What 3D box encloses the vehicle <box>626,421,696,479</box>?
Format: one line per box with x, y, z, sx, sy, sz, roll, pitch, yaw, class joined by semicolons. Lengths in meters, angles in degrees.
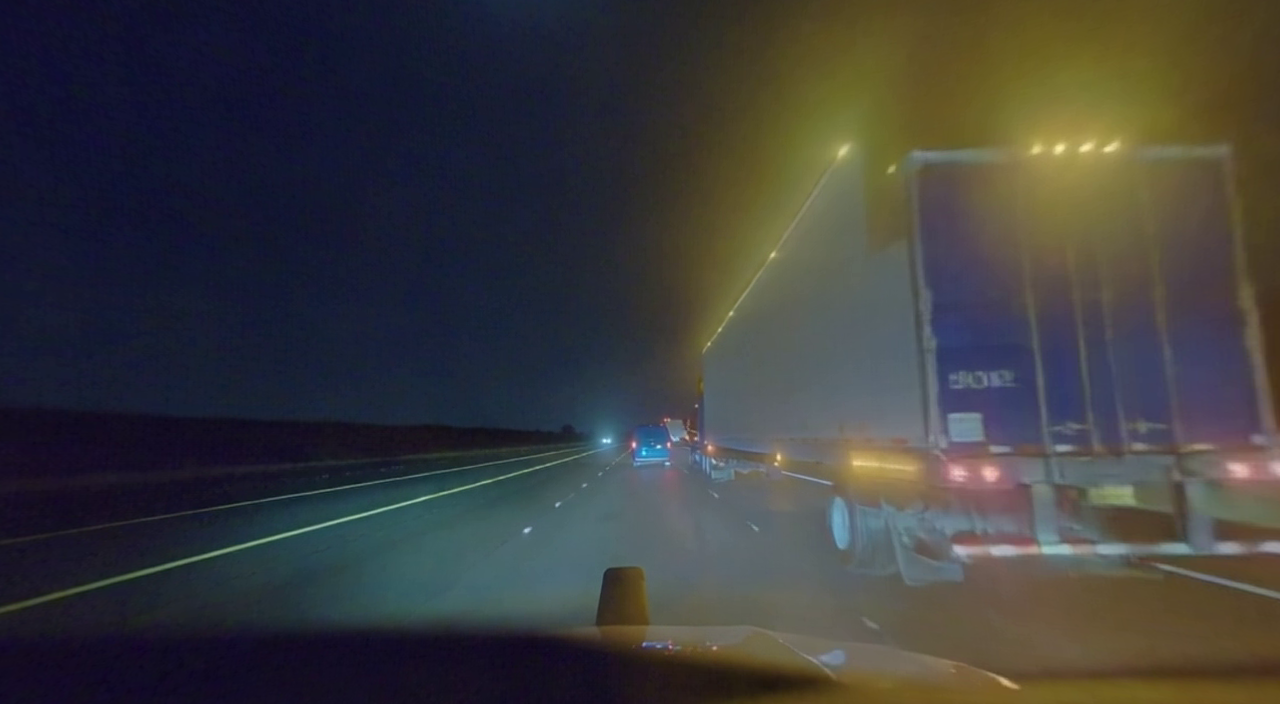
0.787;3.780;24.459;2.469;2.027;4.554;0;-8;1;vehicle

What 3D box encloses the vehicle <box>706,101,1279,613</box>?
4.144;1.120;13.486;3.892;4.216;16.830;0;-8;1;vehicle
